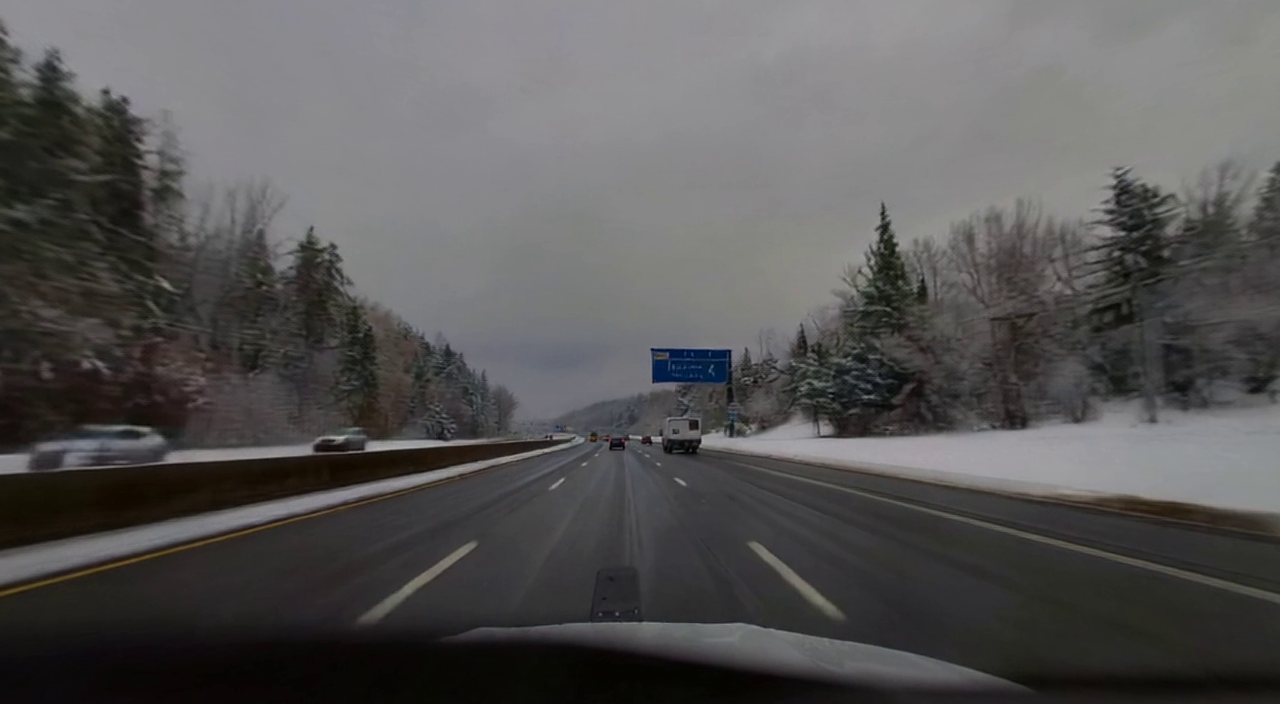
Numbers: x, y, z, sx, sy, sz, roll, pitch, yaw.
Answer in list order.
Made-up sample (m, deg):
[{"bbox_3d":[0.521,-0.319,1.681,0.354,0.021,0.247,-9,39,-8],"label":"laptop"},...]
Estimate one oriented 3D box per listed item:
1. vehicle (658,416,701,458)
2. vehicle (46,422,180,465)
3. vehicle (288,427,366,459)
[{"bbox_3d":[2.556,5.716,42.310,2.411,2.614,5.781,0,-8,-1],"label":"vehicle"},{"bbox_3d":[-20.119,3.509,24.251,1.800,1.486,3.963,0,-8,-1],"label":"vehicle"},{"bbox_3d":[-15.980,4.656,32.403,1.795,1.503,4.527,0,-8,-2],"label":"vehicle"}]
